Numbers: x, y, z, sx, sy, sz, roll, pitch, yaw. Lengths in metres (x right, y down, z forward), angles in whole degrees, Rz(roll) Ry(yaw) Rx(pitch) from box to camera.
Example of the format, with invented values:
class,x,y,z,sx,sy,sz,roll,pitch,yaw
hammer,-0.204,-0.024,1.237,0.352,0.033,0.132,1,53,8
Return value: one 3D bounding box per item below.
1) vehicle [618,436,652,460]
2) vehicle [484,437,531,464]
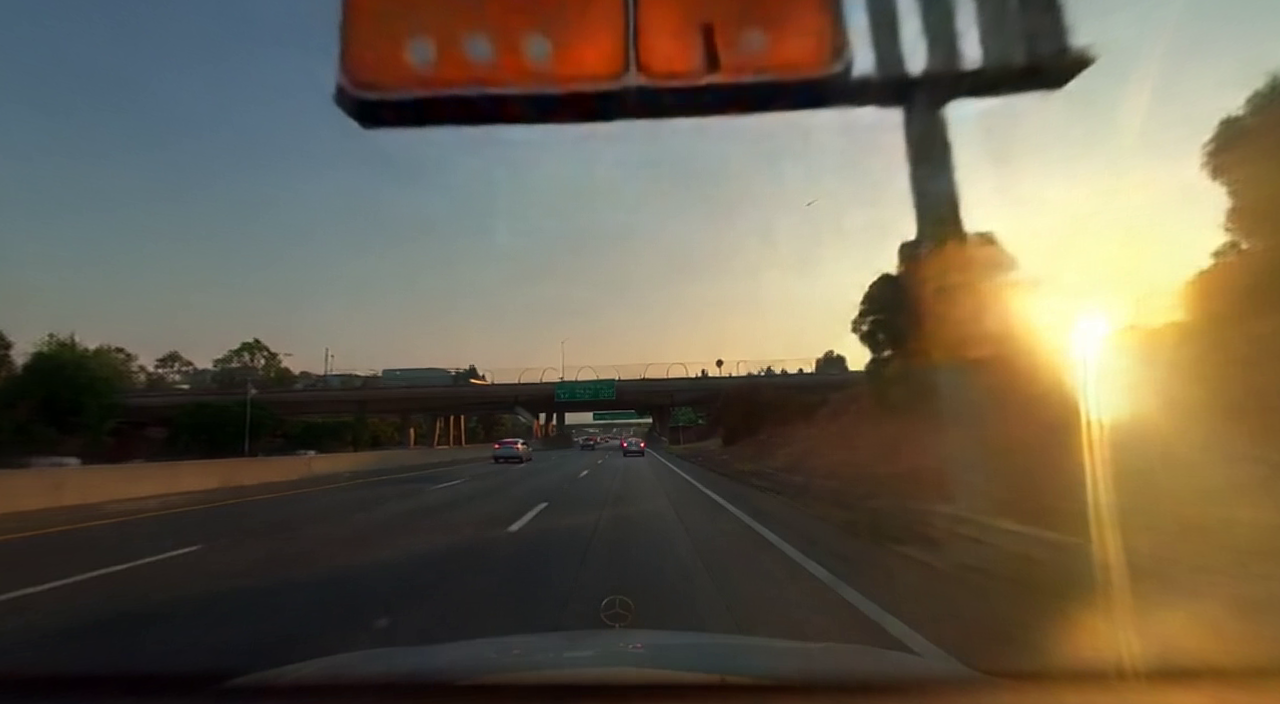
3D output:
class,x,y,z,sx,sy,sz,roll,pitch,yaw
vehicle,-0.334,6.008,39.485,2.072,1.440,3.690,0,-8,-1
vehicle,-8.044,6.017,38.563,1.939,1.504,4.727,0,-8,-1
